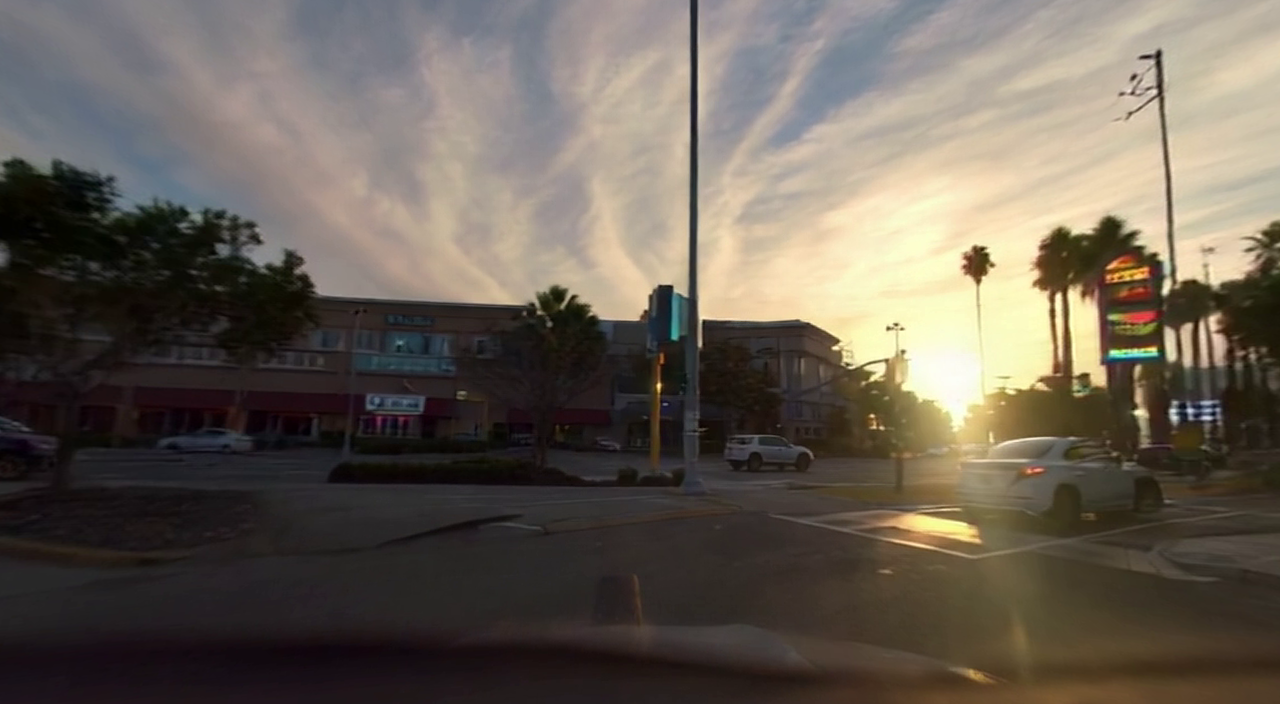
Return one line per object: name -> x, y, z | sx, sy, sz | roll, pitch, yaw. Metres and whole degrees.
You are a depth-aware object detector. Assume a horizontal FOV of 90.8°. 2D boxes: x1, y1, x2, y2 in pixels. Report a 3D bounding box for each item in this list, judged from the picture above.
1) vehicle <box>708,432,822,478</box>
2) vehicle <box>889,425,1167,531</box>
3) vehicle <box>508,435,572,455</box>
vehicle -> 5.185, 4.269, 26.290 | 4.211, 1.756, 2.158 | 5, -9, -28
vehicle -> 7.021, 2.251, 11.927 | 1.870, 1.611, 3.978 | 5, -9, -28
vehicle -> -7.498, 6.996, 47.402 | 4.411, 1.391, 1.837 | 5, -9, -27
